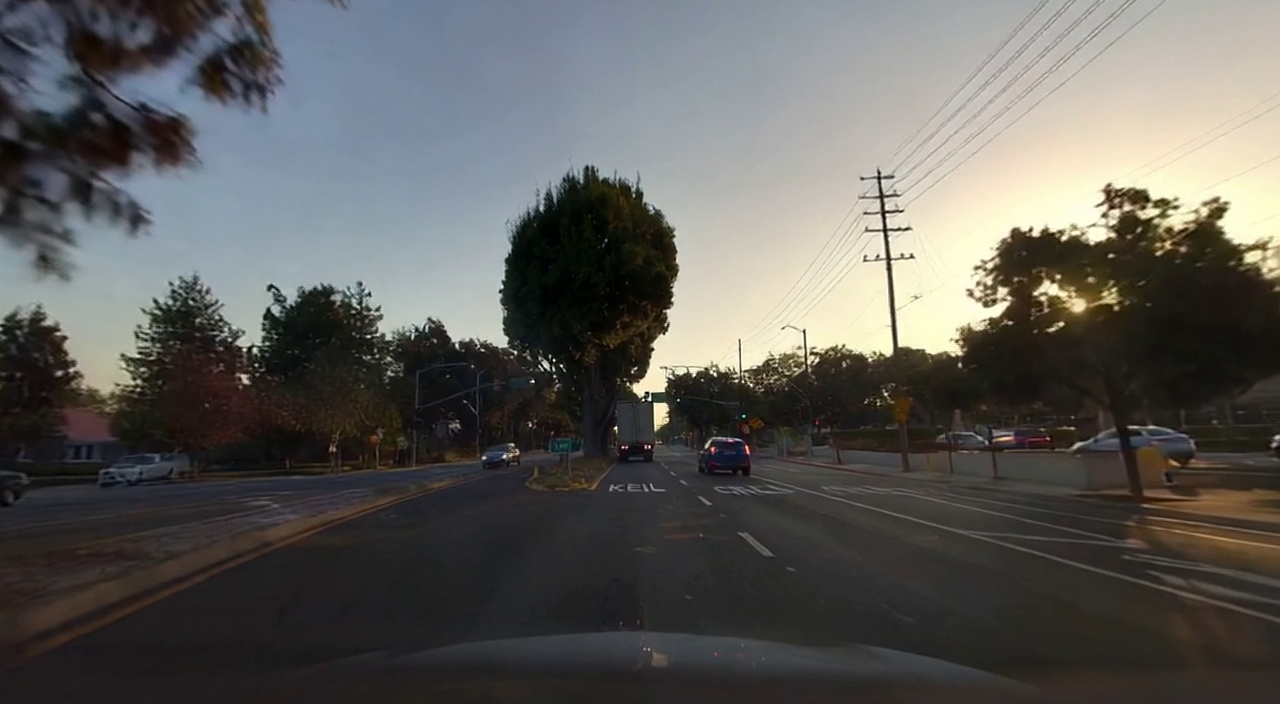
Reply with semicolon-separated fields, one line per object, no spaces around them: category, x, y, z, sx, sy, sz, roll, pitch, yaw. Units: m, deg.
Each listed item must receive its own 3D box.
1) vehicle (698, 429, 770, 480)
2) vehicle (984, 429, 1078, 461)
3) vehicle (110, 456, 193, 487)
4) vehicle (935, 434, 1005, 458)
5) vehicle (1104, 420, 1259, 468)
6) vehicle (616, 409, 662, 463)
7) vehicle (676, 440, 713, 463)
vehicle;3.615;4.061;25.284;2.086;1.803;4.607;0;-8;-1
vehicle;20.564;4.921;33.469;2.010;1.567;4.519;0;-8;-1
vehicle;-31.246;7.615;40.629;2.099;1.801;4.957;1;-9;-11
vehicle;20.747;5.952;39.949;1.887;1.448;4.723;0;-8;0
vehicle;20.834;3.582;24.630;1.917;1.682;4.575;0;-8;-1
vehicle;-0.044;5.862;43.605;2.889;3.347;8.285;0;-8;0
vehicle;3.708;6.924;43.942;2.146;1.474;4.564;0;-8;0
